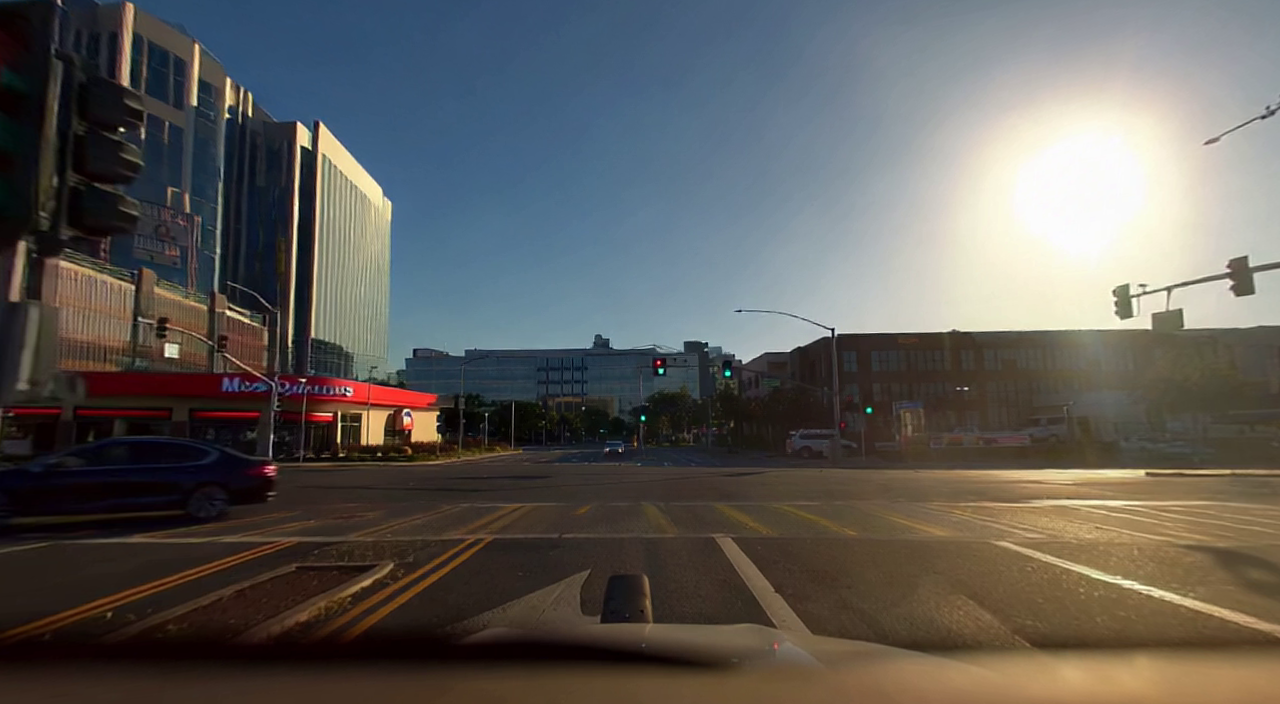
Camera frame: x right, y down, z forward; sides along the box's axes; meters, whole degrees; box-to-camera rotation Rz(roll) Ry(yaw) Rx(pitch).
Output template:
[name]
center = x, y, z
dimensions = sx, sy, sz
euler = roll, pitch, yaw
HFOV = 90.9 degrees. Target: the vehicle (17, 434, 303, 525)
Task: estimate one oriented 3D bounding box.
[vehicle]
center = -8.940, 2.384, 12.424
dimensions = 2.086, 1.447, 4.493
euler = 0, -8, 0
